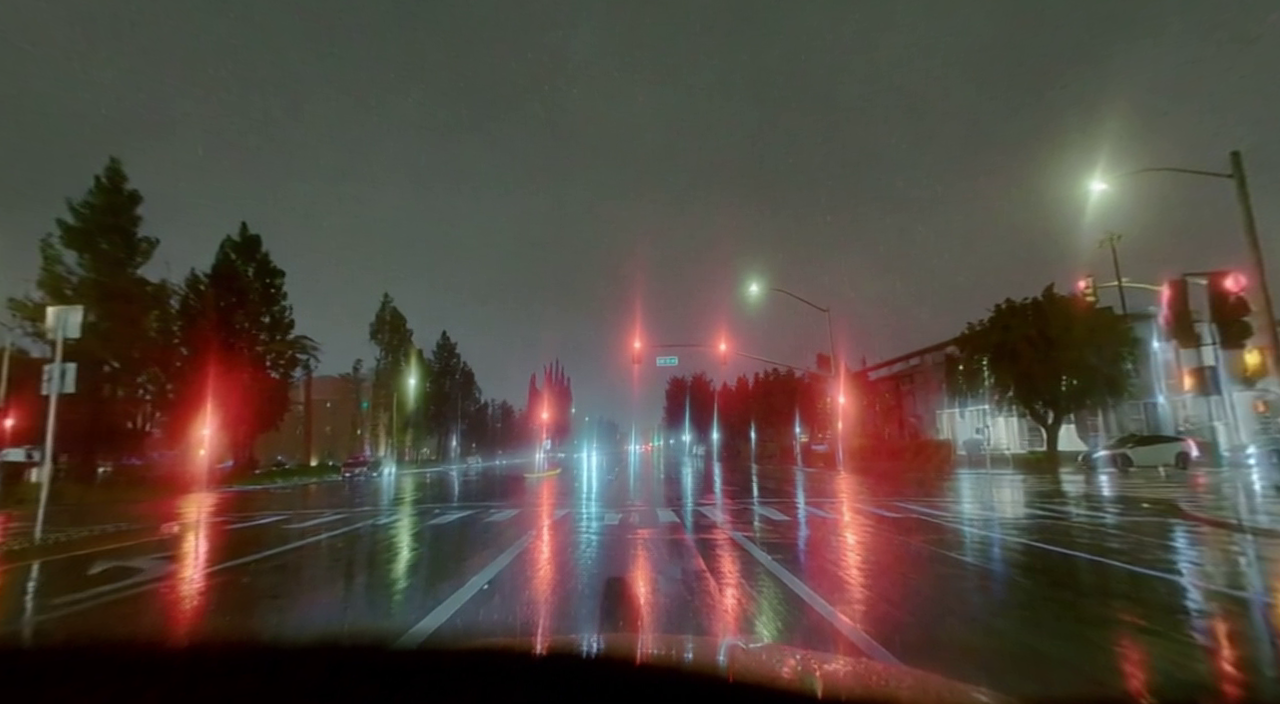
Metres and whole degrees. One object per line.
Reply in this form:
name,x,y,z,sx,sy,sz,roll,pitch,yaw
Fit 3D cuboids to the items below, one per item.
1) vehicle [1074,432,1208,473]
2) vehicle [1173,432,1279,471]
vehicle,22.104,4.443,27.987,4.323,1.746,1.872,0,-9,-3
vehicle,27.344,4.477,28.468,4.910,1.644,2.032,0,-9,-5
